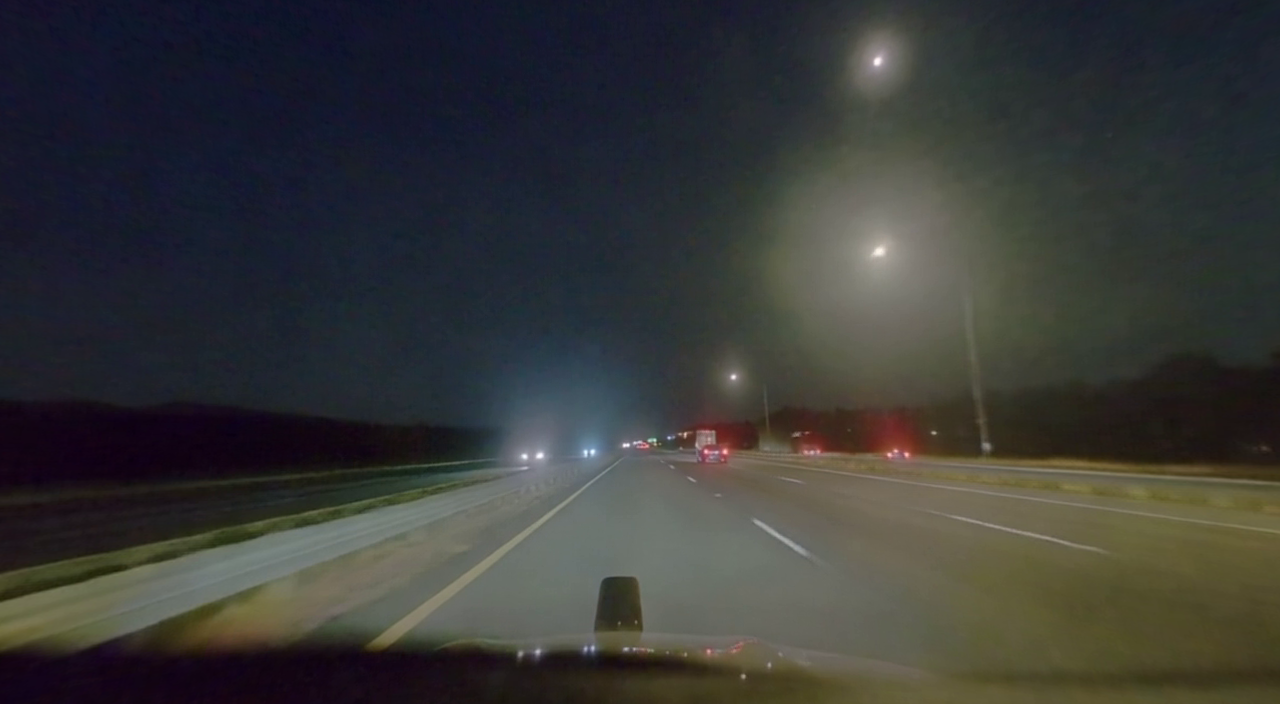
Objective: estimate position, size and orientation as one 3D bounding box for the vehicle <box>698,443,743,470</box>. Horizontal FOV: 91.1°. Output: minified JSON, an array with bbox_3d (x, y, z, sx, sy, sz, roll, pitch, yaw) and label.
[{"bbox_3d":[4.443,5.857,35.304,1.923,1.408,3.835,0,-9,-1],"label":"vehicle"}]
